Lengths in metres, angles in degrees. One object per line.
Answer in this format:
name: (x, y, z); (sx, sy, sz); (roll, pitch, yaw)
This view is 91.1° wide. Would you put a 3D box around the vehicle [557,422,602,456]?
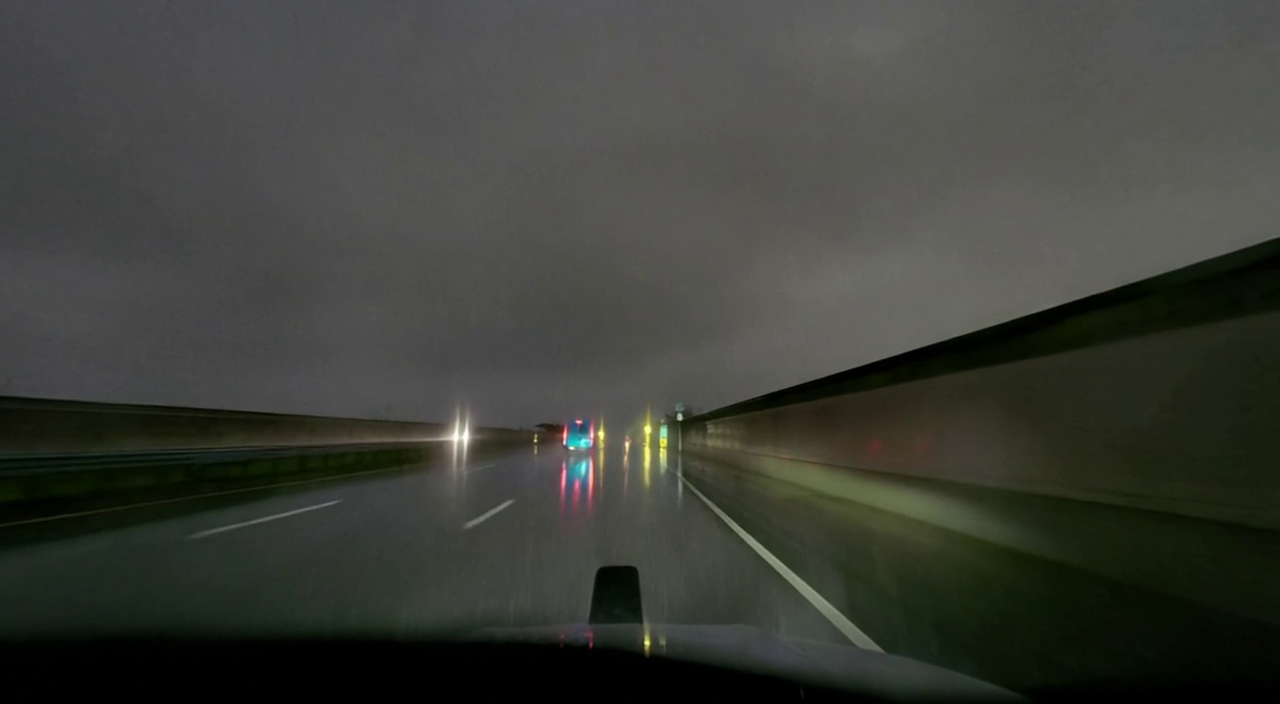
vehicle: (-3.826, 5.628, 40.777); (2.309, 2.053, 4.884); (0, -8, 1)
